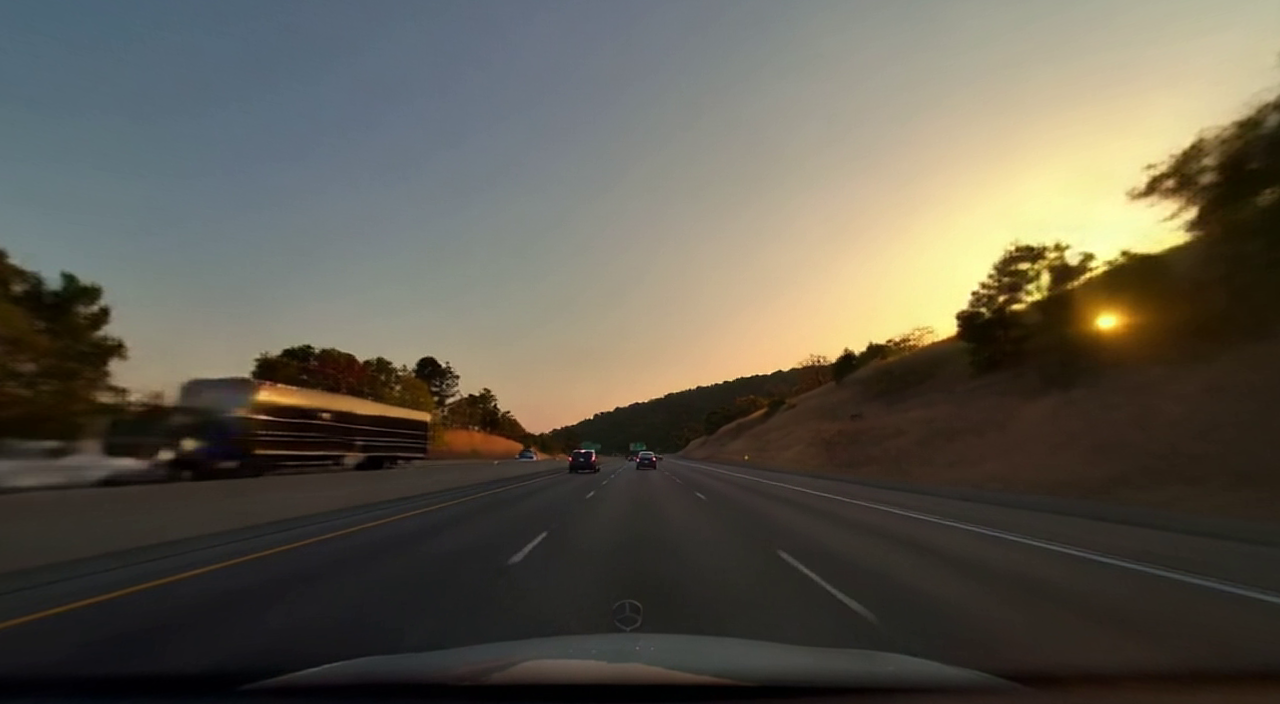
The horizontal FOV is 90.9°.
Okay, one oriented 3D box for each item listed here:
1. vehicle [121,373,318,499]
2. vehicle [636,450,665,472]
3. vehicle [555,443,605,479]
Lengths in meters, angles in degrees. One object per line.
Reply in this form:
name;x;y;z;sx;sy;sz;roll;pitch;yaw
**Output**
vehicle;-15.028;3.130;23.236;2.994;4.041;5.835;0;-9;0
vehicle;0.739;7.926;46.102;2.036;1.519;4.225;0;-9;0
vehicle;-3.017;5.640;32.802;2.143;1.770;4.283;0;-9;1
